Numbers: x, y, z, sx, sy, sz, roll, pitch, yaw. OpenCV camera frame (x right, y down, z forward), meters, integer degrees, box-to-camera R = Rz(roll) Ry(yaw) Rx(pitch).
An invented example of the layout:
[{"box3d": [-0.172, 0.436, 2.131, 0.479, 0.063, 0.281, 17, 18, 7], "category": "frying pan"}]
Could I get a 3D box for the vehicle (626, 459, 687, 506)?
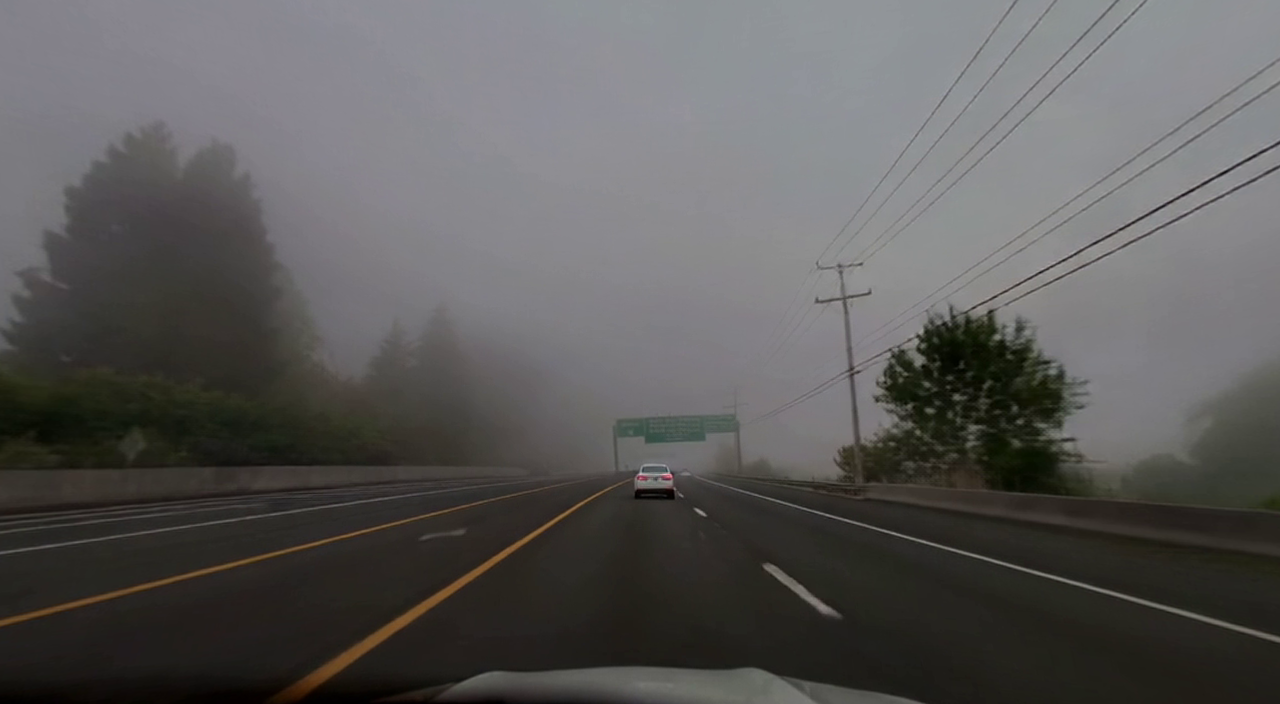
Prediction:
[{"box3d": [0.535, 4.622, 22.530, 1.987, 1.480, 3.786, 1, -10, 0], "category": "vehicle"}]
